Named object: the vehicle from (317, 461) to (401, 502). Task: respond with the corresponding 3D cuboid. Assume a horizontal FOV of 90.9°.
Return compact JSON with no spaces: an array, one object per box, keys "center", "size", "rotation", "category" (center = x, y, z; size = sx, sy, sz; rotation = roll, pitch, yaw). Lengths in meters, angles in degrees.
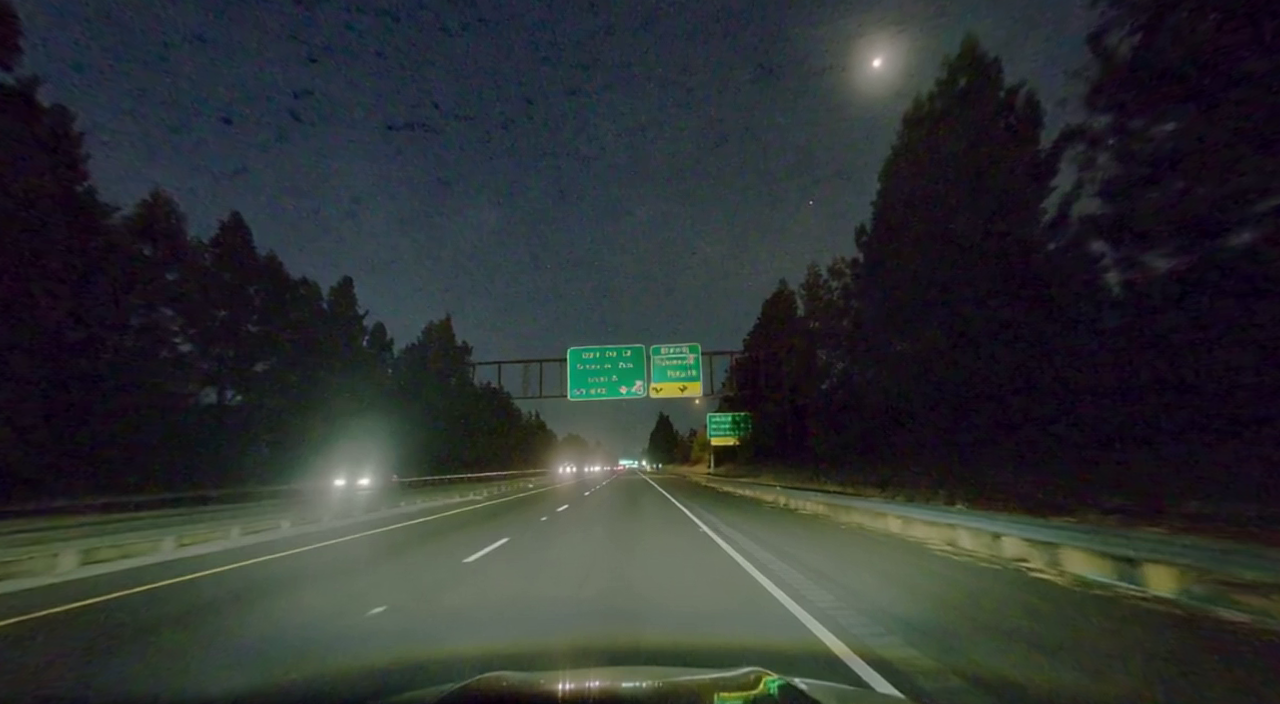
[{"center":[-13.227,6.117,29.994],"size":[1.936,1.728,4.486],"rotation":[1,-11,0],"category":"vehicle"}]
